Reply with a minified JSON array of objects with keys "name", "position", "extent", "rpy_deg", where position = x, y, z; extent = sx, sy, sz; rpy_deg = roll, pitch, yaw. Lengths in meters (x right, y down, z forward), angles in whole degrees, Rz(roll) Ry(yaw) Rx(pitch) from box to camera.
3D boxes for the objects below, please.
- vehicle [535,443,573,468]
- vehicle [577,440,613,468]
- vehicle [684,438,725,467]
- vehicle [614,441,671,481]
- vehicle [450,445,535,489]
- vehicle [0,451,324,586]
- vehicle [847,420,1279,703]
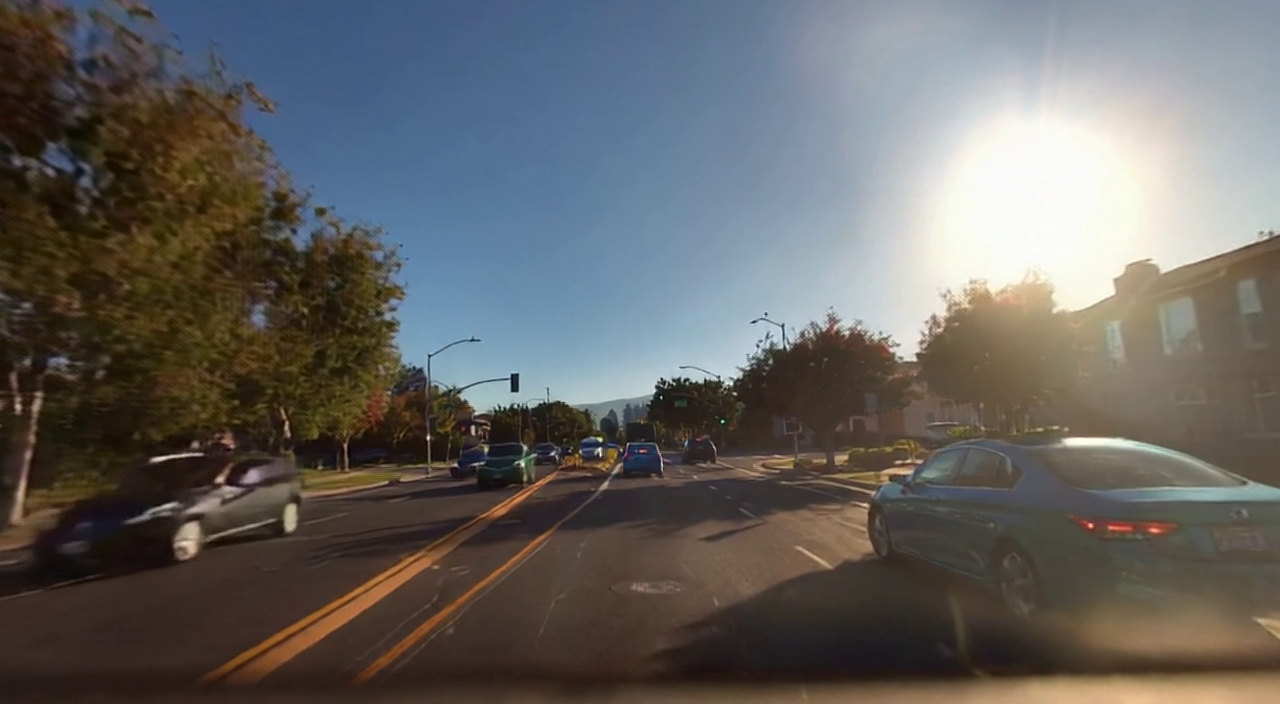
[{"name":"vehicle","position":[-6.297,7.623,46.799],"extent":[2.146,1.768,4.664],"rpy_deg":[0,-8,1]},{"name":"vehicle","position":[-2.909,6.732,41.917],"extent":[2.083,1.741,5.530],"rpy_deg":[0,-8,-1]},{"name":"vehicle","position":[4.233,6.707,42.345],"extent":[2.187,1.847,4.553],"rpy_deg":[0,-8,-1]},{"name":"vehicle","position":[0.080,4.392,25.780],"extent":[2.114,1.483,4.207],"rpy_deg":[0,-8,0]},{"name":"vehicle","position":[-5.524,4.381,24.449],"extent":[2.193,1.502,4.913],"rpy_deg":[0,-8,-1]},{"name":"vehicle","position":[-6.756,2.269,9.535],"extent":[2.070,1.454,4.400],"rpy_deg":[0,-8,-6]},{"name":"vehicle","position":[3.507,1.396,5.378],"extent":[1.973,1.447,4.402],"rpy_deg":[0,-8,0]}]
